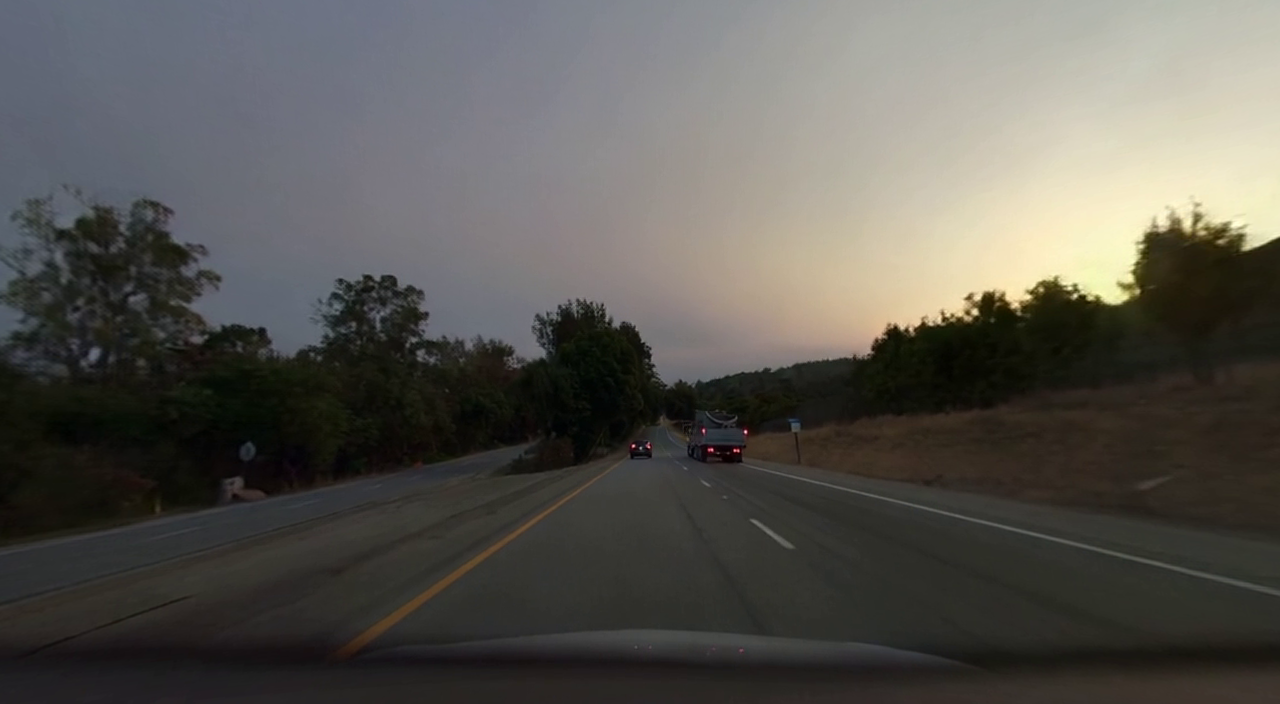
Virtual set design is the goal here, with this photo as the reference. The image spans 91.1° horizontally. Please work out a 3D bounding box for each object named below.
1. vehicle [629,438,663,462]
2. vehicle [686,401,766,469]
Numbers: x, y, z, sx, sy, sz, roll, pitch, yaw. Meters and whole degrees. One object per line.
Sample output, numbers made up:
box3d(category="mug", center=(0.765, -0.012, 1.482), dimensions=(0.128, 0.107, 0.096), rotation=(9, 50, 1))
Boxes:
box3d(category="vehicle", center=(0.412, 6.673, 42.917), dimensions=(2.170, 1.544, 4.373), rotation=(0, -9, 0))
box3d(category="vehicle", center=(4.361, 4.534, 33.755), dimensions=(3.015, 3.211, 7.982), rotation=(0, -9, -1))
